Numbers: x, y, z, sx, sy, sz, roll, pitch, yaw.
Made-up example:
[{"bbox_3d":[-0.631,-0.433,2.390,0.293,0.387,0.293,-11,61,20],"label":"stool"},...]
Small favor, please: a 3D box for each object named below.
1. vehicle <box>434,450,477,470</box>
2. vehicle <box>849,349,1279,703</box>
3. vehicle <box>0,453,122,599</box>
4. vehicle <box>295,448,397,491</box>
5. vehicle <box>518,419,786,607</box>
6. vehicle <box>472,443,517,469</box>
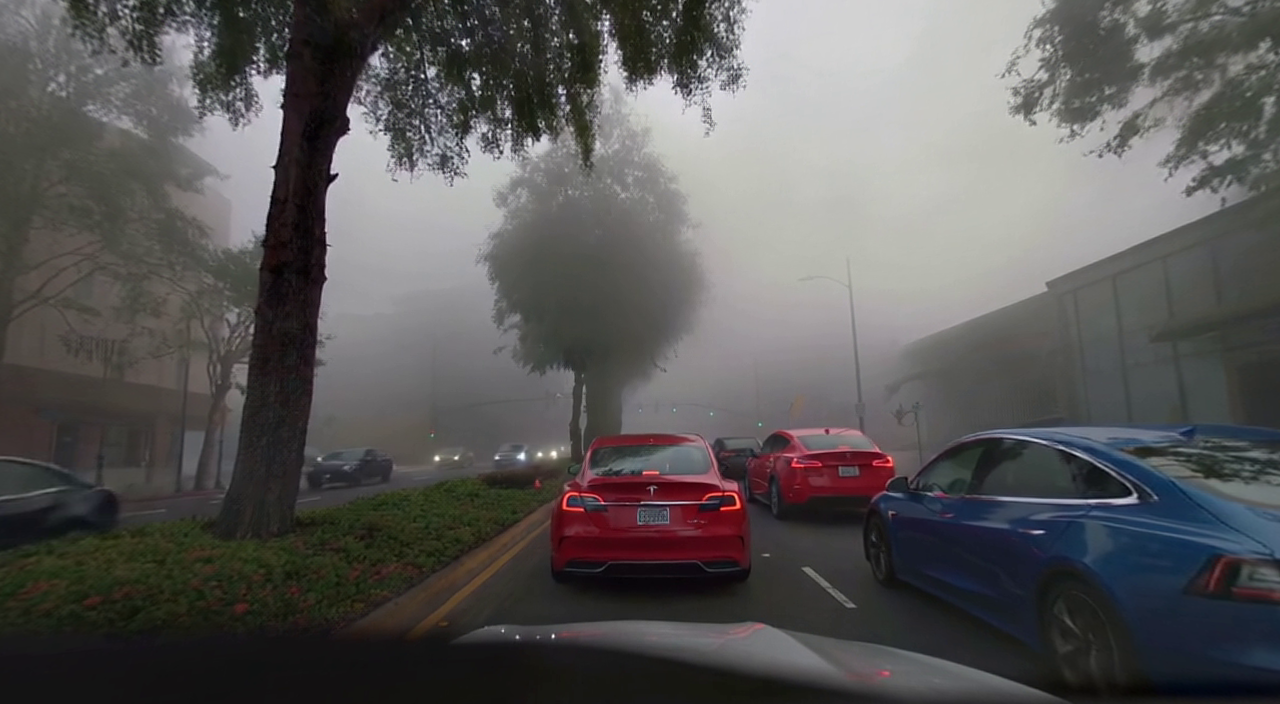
[{"bbox_3d":[-14.570,8.506,49.933,1.999,1.462,4.200,0,-8,2],"label":"vehicle"},{"bbox_3d":[3.198,1.127,4.230,2.038,1.651,4.455,0,-8,0],"label":"vehicle"},{"bbox_3d":[-7.741,1.750,5.982,1.979,1.490,4.225,0,-8,1],"label":"vehicle"},{"bbox_3d":[-11.509,4.609,25.061,1.917,1.506,4.280,0,-8,1],"label":"vehicle"},{"bbox_3d":[0.102,1.581,7.085,2.137,1.488,3.938,0,-8,0],"label":"vehicle"},{"bbox_3d":[-10.899,7.798,47.566,2.122,1.786,4.757,0,-8,2],"label":"vehicle"}]
